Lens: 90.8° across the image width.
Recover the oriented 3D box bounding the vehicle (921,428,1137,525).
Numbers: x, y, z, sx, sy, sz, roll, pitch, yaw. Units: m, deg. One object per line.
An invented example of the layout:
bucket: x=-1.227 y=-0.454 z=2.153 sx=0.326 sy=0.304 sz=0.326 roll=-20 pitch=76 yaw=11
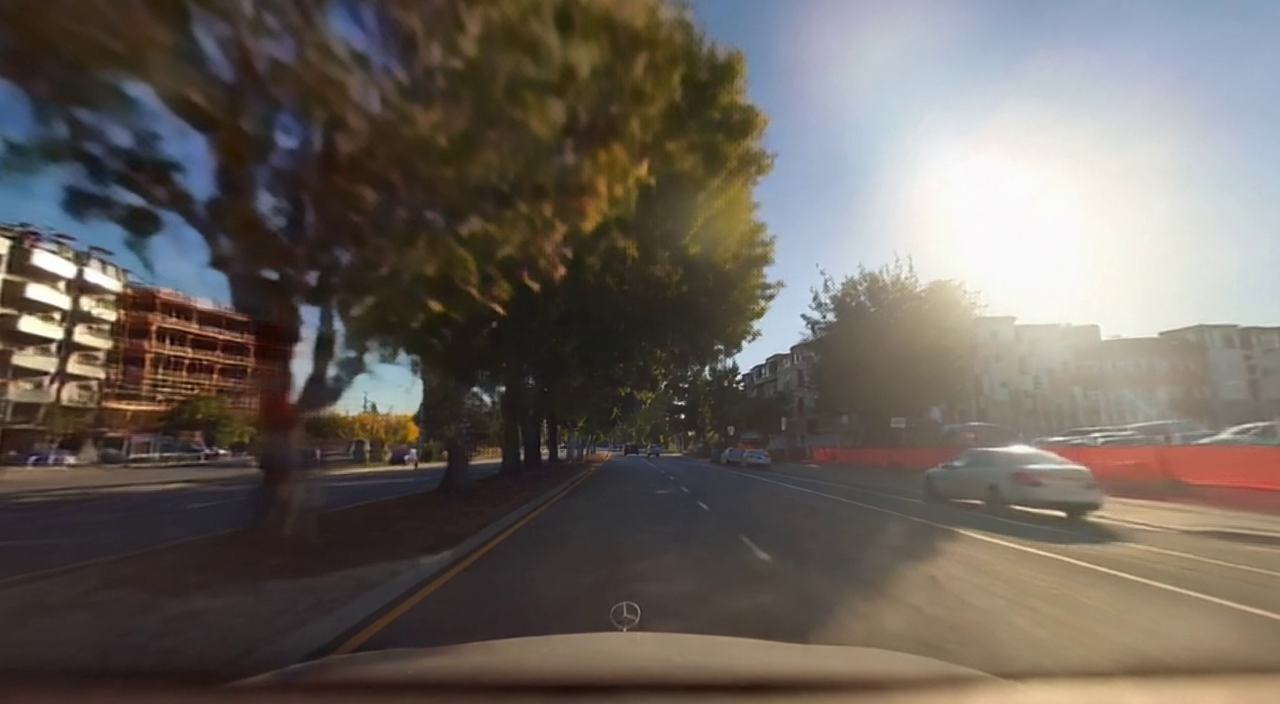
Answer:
vehicle: x=8.259 y=2.649 z=14.055 sx=2.080 sy=1.706 sz=4.392 roll=2 pitch=-8 yaw=1

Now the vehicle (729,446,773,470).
vehicle: x=7.631 y=7.305 z=43.851 sx=1.974 sy=1.472 sz=4.654 roll=2 pitch=-8 yaw=-3
